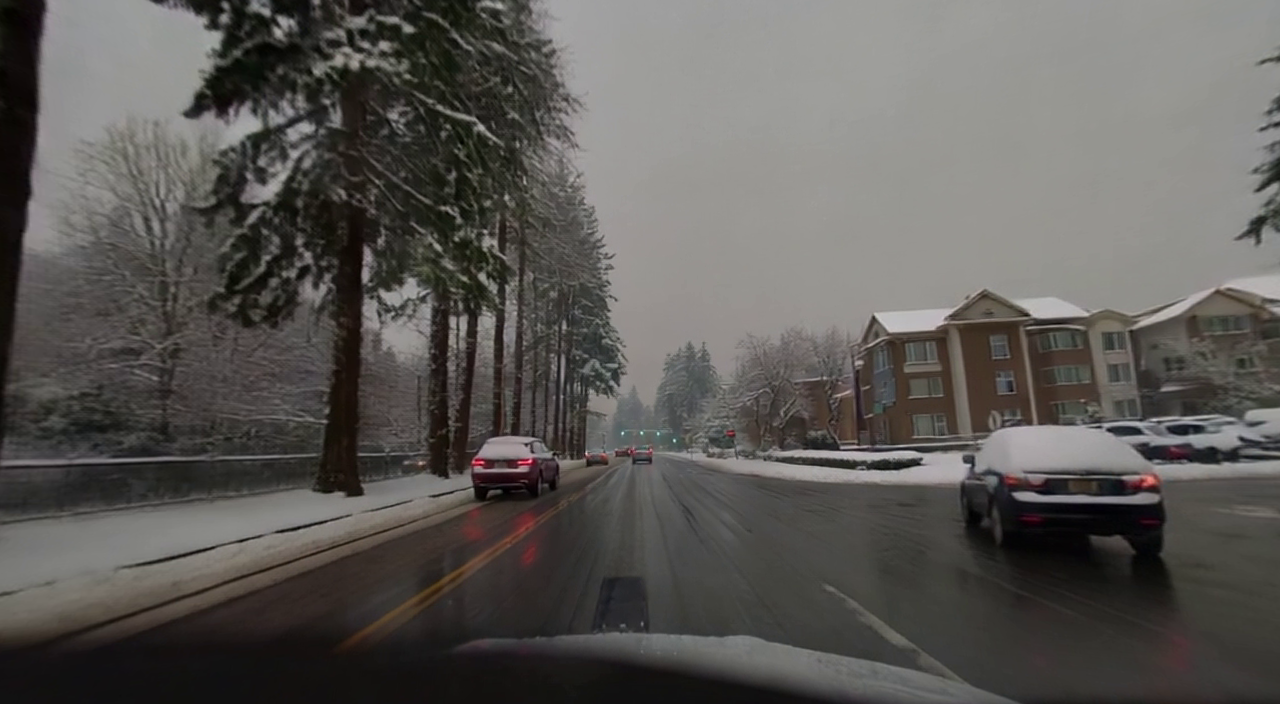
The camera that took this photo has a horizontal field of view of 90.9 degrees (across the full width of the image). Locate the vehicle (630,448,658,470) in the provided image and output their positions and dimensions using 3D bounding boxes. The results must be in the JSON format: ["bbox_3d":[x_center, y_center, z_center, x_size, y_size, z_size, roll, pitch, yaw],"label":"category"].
[{"bbox_3d":[0.337,7.798,46.192,1.940,1.501,4.133,0,-9,1],"label":"vehicle"}]

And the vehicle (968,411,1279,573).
[{"bbox_3d":[6.073,1.735,8.604,1.969,1.593,4.293,-3,-9,17],"label":"vehicle"}]

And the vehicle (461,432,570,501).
[{"bbox_3d":[-3.636,3.462,19.472,2.216,1.828,4.886,0,-9,2],"label":"vehicle"}]

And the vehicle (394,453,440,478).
[{"bbox_3d":[-17.147,8.713,48.594,1.899,1.790,4.340,0,-9,0],"label":"vehicle"}]
